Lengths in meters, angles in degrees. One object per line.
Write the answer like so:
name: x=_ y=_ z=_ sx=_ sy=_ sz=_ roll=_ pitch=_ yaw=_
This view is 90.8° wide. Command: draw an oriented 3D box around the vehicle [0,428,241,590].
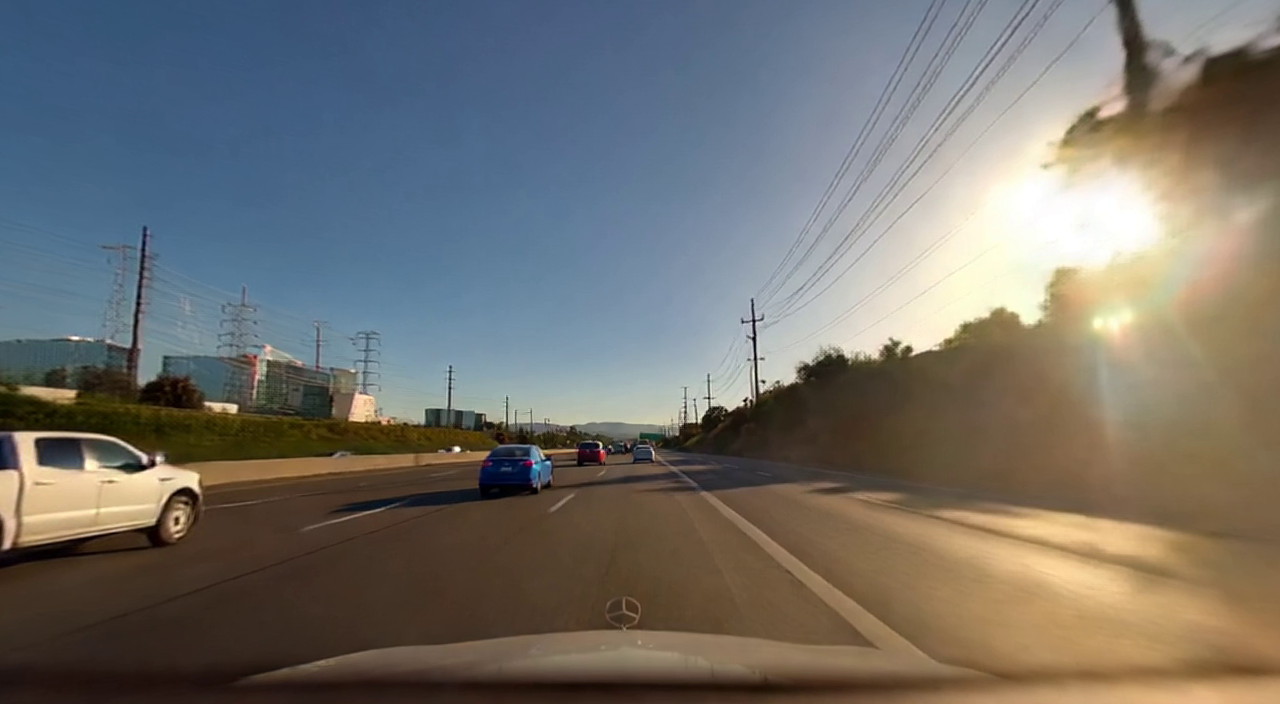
vehicle: x=-6.961 y=1.637 z=7.002 sx=1.959 sy=1.496 sz=4.740 roll=0 pitch=-8 yaw=0

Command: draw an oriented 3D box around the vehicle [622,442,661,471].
vehicle: x=0.078 y=5.764 z=35.155 sx=2.030 sy=1.471 sz=4.115 roll=0 pitch=-8 yaw=0

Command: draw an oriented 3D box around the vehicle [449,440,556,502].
vehicle: x=-3.557 y=3.150 z=17.176 sx=1.938 sy=1.444 sz=4.206 roll=0 pitch=-8 yaw=0

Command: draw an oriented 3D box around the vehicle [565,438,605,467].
vehicle: x=-3.558 y=6.627 z=41.901 sx=2.244 sy=1.752 sz=4.439 roll=0 pitch=-8 yaw=0
